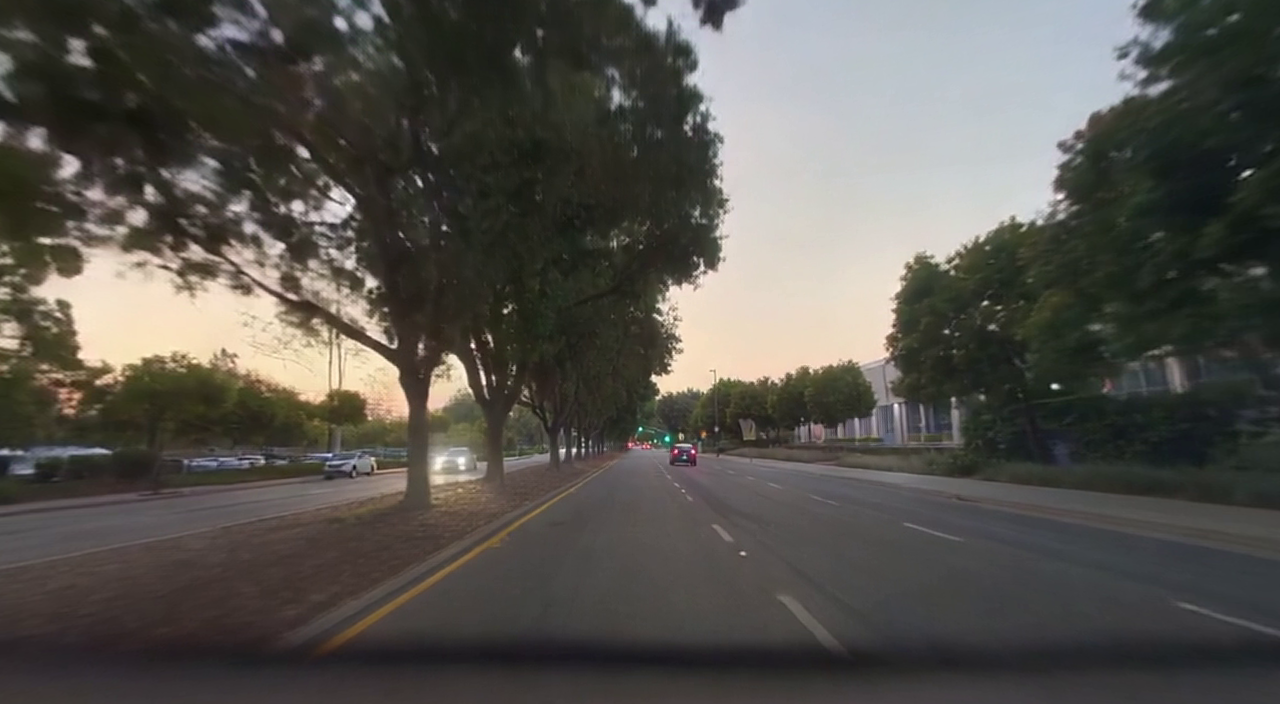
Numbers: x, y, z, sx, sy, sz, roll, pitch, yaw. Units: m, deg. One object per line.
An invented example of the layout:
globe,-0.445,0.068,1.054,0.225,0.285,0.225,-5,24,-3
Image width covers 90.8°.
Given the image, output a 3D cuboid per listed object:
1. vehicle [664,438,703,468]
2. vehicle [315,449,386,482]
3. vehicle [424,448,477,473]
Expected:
vehicle,2.818,6.668,41.961,2.085,1.828,5.383,0,-8,-1
vehicle,-17.040,6.658,37.439,2.052,1.776,4.483,0,-8,0
vehicle,-11.892,6.828,39.997,1.890,1.446,4.714,0,-9,0
